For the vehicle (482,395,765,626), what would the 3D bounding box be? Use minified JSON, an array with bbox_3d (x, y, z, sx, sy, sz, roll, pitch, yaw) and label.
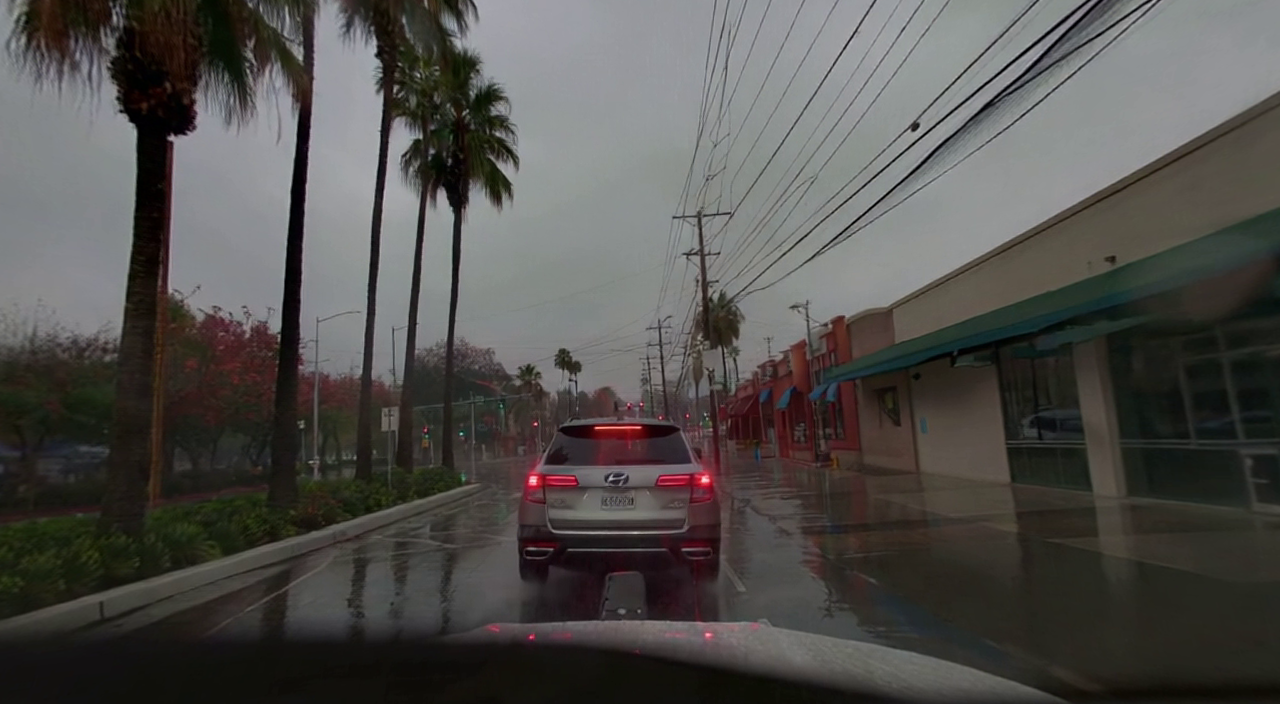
[{"bbox_3d":[-0.204,1.451,6.679,2.105,1.702,3.750,0,-8,-3],"label":"vehicle"}]
